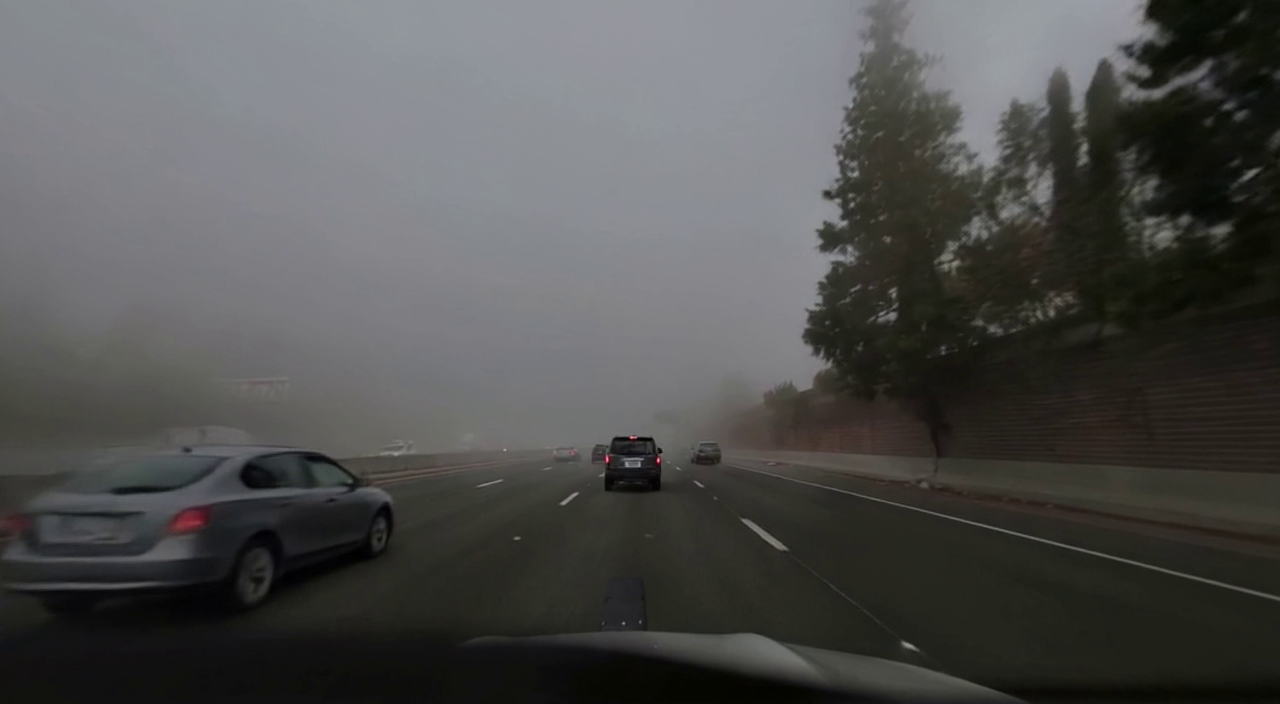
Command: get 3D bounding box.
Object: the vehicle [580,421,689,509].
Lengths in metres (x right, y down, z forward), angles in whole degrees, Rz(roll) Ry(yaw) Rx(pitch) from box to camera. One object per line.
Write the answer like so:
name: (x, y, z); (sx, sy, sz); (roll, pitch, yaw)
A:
vehicle: (-0.103, 2.667, 15.246); (2.233, 1.804, 4.273); (0, -9, 0)

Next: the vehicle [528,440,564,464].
vehicle: (-7.046, 7.557, 47.628); (2.024, 1.706, 4.249); (0, -9, 1)

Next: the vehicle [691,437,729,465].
vehicle: (4.784, 6.845, 43.791); (2.017, 1.847, 4.299); (0, -9, -1)

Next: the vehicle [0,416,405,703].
vehicle: (-3.755, 1.359, 5.210); (1.967, 1.442, 4.143); (0, -9, 1)
